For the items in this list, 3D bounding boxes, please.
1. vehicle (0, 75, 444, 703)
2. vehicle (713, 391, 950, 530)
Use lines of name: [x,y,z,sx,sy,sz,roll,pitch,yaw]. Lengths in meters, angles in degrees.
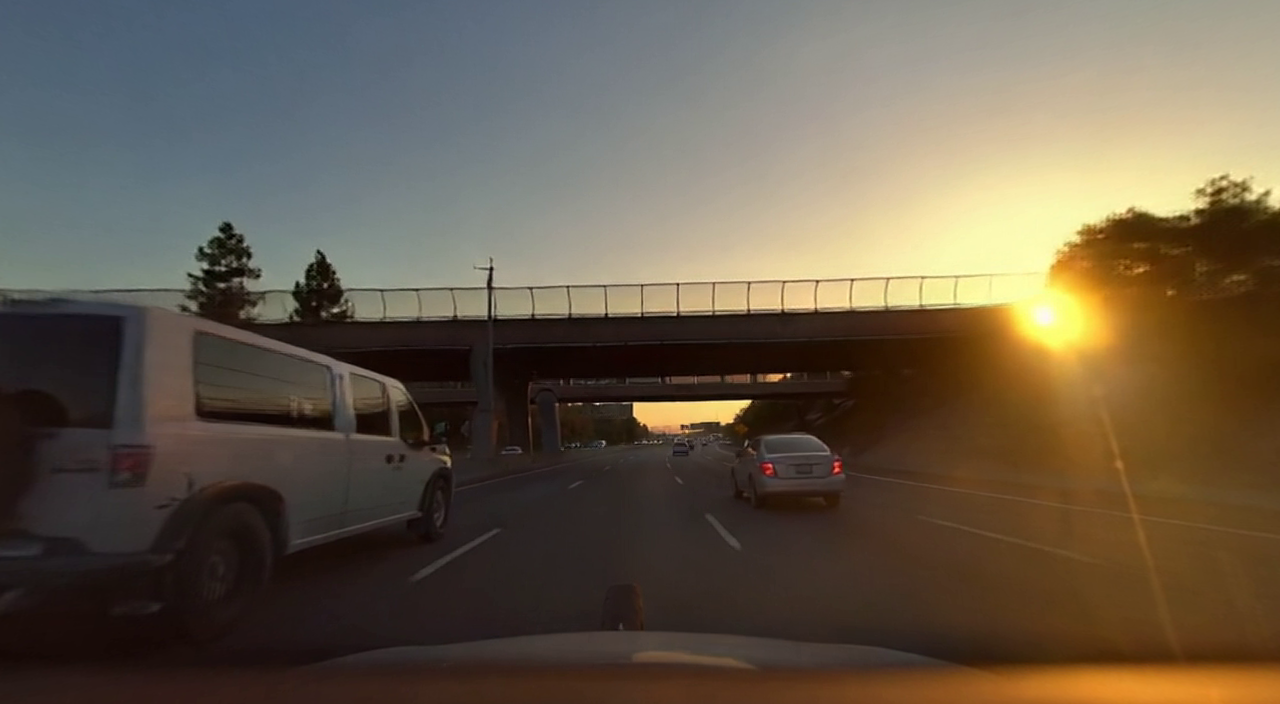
vehicle: [-3.606,0.653,4.631,2.369,2.682,6.088,0,-9,0]
vehicle: [3.201,2.050,12.428,2.693,2.044,5.882,0,-9,-1]
